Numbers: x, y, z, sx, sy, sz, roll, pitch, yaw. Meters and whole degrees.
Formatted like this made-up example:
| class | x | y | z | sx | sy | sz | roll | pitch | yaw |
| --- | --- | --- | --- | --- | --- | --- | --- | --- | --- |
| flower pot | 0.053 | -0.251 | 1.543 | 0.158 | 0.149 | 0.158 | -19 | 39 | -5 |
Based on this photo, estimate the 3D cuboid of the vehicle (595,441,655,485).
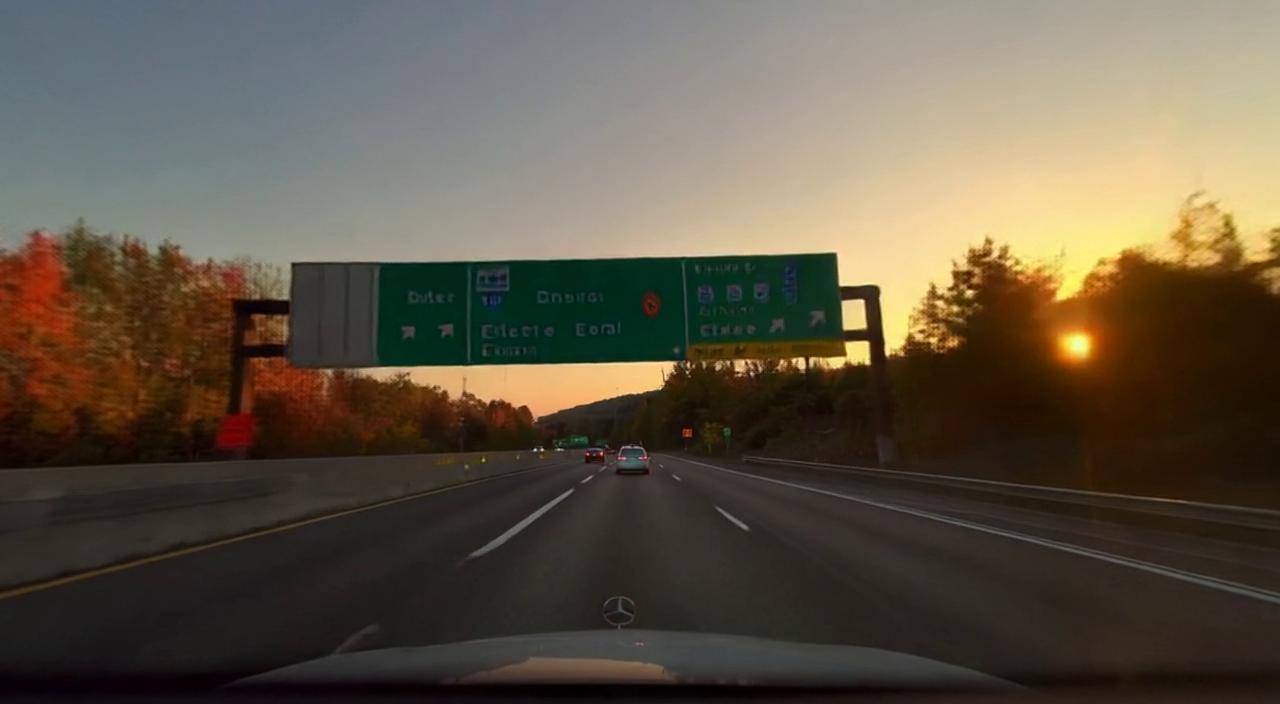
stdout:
| class | x | y | z | sx | sy | sz | roll | pitch | yaw |
| --- | --- | --- | --- | --- | --- | --- | --- | --- | --- |
| vehicle | -0.548 | 4.158 | 23.800 | 2.066 | 1.490 | 3.759 | 0 | -9 | -1 |
